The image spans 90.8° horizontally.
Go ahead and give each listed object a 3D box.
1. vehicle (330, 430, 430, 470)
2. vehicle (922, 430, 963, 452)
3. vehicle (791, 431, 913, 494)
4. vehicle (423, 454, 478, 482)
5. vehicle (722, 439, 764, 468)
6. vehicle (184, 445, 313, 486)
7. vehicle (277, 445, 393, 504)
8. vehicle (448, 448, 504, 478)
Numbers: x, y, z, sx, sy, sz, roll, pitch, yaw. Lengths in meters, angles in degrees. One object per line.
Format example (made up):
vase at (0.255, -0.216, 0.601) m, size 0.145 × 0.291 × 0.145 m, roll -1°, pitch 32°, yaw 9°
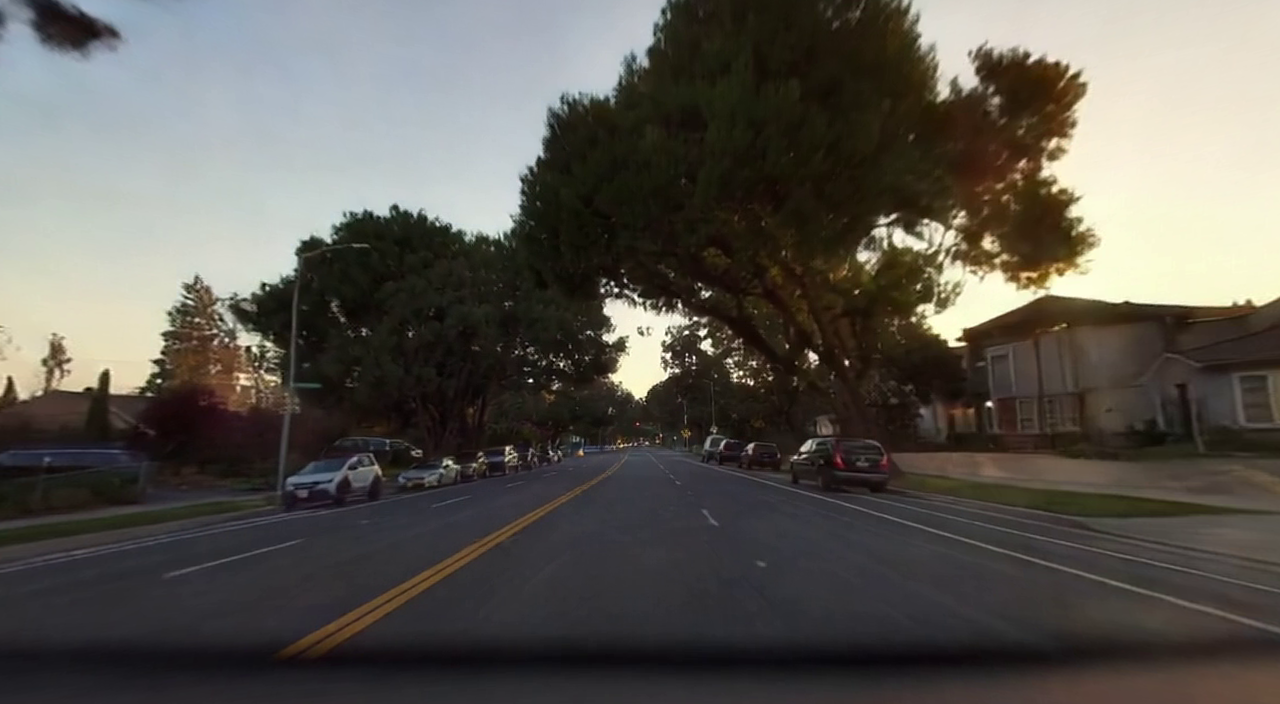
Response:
vehicle at (-20.466, 7.756, 50.000) m, size 6.604 × 3.012 × 2.656 m, roll 0°, pitch -9°, yaw 1°
vehicle at (22.218, 6.568, 46.527) m, size 1.859 × 1.480 × 4.723 m, roll -3°, pitch -8°, yaw 15°
vehicle at (7.414, 3.926, 22.986) m, size 2.224 × 1.956 × 6.057 m, roll 0°, pitch -8°, yaw -1°
vehicle at (-10.758, 6.594, 36.131) m, size 1.838 × 1.450 × 4.317 m, roll 0°, pitch -8°, yaw 0°
vehicle at (7.362, 7.329, 45.760) m, size 2.103 × 1.912 × 4.892 m, roll 0°, pitch -9°, yaw -1°
vehicle at (-18.508, 5.378, 30.017) m, size 4.699 × 1.853 × 2.095 m, roll -1°, pitch -8°, yaw 2°
vehicle at (-10.723, 4.319, 22.626) m, size 1.996 × 1.781 × 4.139 m, roll -3°, pitch -9°, yaw 2°
vehicle at (-10.664, 7.215, 41.468) m, size 2.050 × 1.769 × 5.585 m, roll -1°, pitch -9°, yaw 1°
